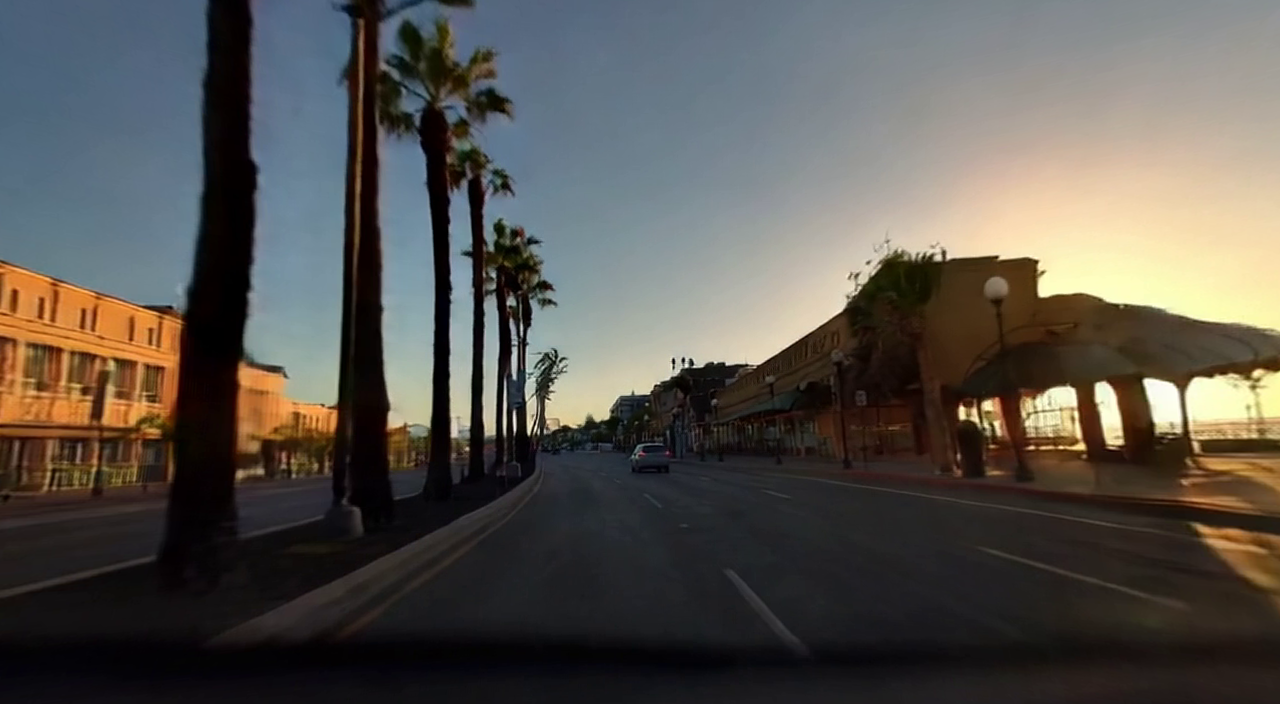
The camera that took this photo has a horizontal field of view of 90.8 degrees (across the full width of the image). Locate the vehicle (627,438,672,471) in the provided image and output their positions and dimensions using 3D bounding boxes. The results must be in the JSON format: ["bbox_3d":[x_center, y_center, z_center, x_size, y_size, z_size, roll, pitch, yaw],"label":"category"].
[{"bbox_3d":[0.513,6.723,41.831,2.284,2.010,6.670,1,-8,-5],"label":"vehicle"}]
